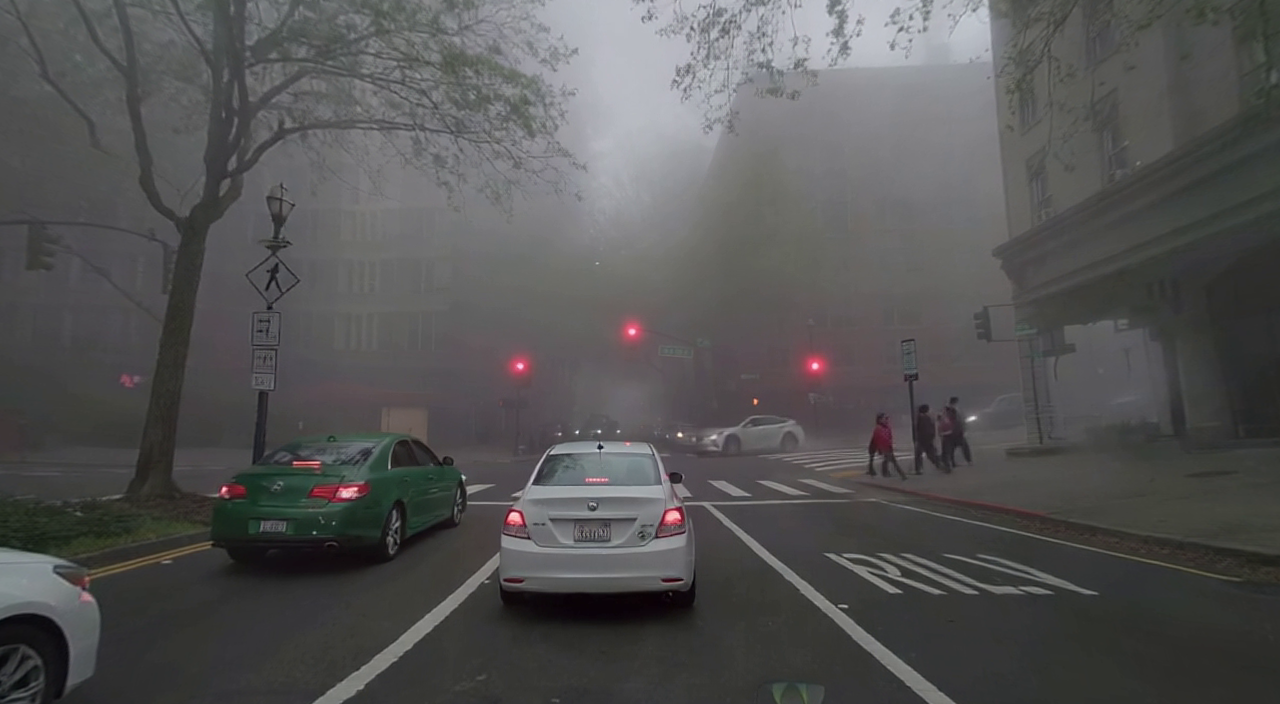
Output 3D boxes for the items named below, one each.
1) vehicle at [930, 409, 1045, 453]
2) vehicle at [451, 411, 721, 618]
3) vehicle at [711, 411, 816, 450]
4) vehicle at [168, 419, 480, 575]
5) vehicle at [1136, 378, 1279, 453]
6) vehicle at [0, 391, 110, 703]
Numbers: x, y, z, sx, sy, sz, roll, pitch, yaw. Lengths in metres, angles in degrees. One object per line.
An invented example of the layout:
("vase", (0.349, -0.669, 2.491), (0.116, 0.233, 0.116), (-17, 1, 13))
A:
("vehicle", (14.301, 3.294, 25.960), (4.392, 1.667, 1.958), (4, -9, -28))
("vehicle", (-0.415, 1.501, 6.716), (1.999, 1.520, 3.896), (0, -8, -1))
("vehicle", (6.059, 3.896, 31.004), (4.657, 1.769, 1.979), (3, -9, -20))
("vehicle", (-3.688, 1.755, 8.462), (1.934, 1.522, 4.287), (0, -8, 0))
("vehicle", (21.629, 2.354, 22.871), (5.863, 2.493, 2.354), (2, -9, -12))
("vehicle", (-3.913, 0.697, 1.173), (1.995, 1.524, 4.438), (0, -8, 0))
